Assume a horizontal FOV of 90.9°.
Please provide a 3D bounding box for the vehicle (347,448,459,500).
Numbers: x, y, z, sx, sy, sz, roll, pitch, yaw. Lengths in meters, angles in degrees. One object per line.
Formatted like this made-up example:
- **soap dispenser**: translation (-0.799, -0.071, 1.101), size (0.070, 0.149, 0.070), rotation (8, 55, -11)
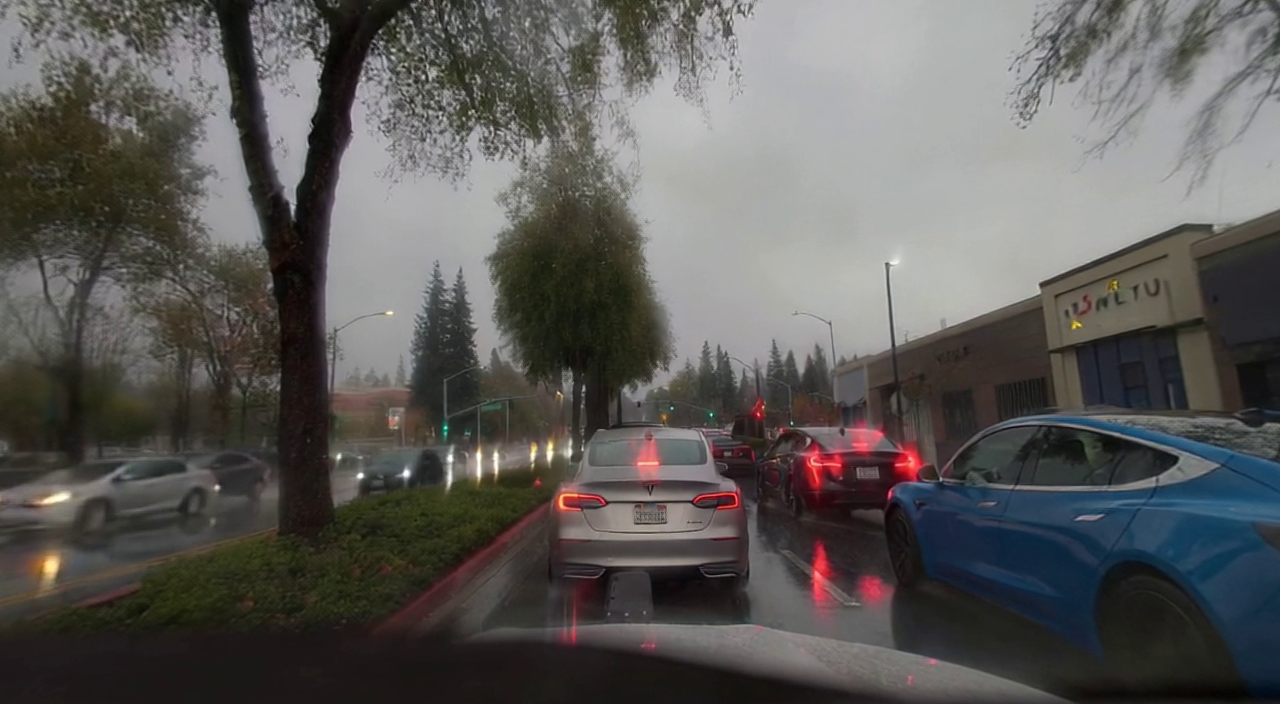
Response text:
- **vehicle**: translation (-7.619, 3.929, 20.760), size (1.979, 1.490, 4.225), rotation (0, -8, 1)

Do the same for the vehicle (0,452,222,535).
- **vehicle**: translation (-11.806, 3.010, 14.073), size (1.892, 1.479, 4.355), rotation (0, -8, 1)

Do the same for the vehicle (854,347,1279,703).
- **vehicle**: translation (3.194, 1.098, 4.071), size (2.038, 1.651, 4.455), rotation (0, -8, 0)

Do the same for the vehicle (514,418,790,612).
- **vehicle**: translation (0.102, 1.558, 6.935), size (2.137, 1.488, 3.938), rotation (0, -8, 0)
